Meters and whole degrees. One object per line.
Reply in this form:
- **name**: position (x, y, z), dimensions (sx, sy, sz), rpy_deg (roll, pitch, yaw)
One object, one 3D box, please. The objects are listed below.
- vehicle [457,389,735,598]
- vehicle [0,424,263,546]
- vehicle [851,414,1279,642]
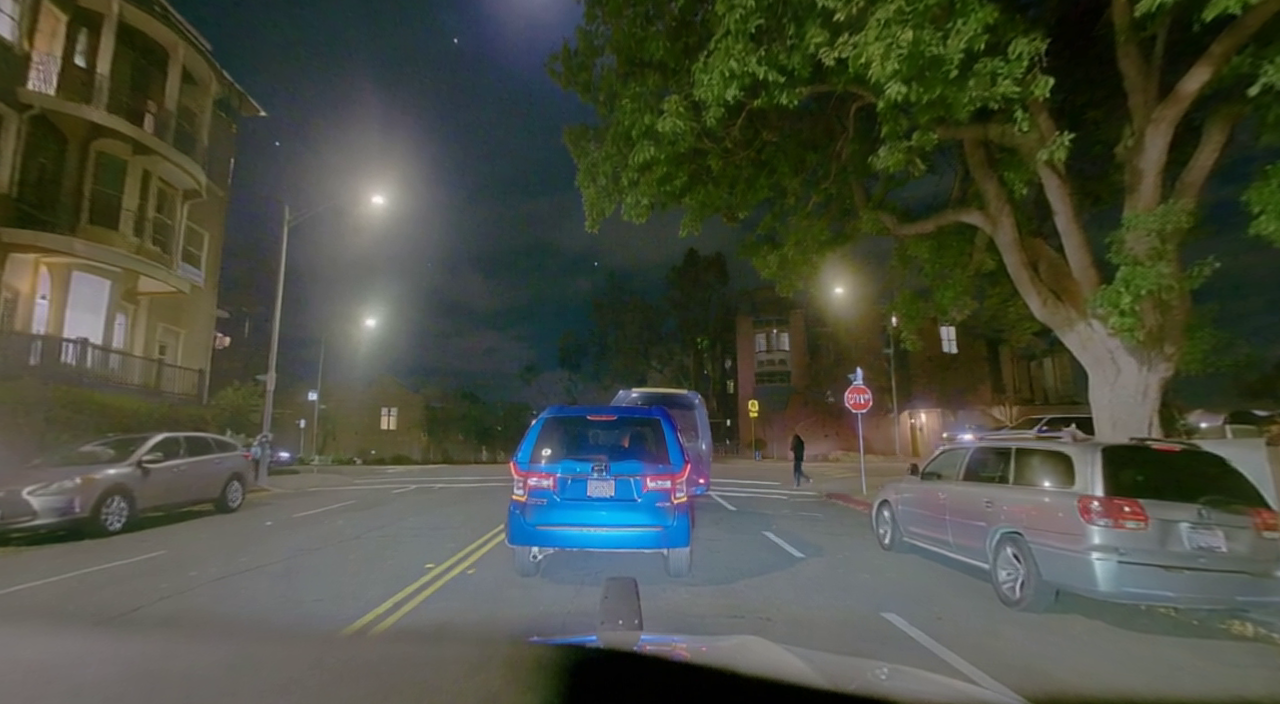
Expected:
- **vehicle**: position (-0.397, 1.563, 7.817), dimensions (2.377, 1.787, 4.652), rpy_deg (0, -8, -1)
- **vehicle**: position (-8.297, 1.993, 10.188), dimensions (1.825, 1.532, 4.083), rpy_deg (-3, -7, 1)
- **vehicle**: position (4.214, 1.665, 7.054), dimensions (1.959, 1.581, 4.731), rpy_deg (4, -9, -2)
